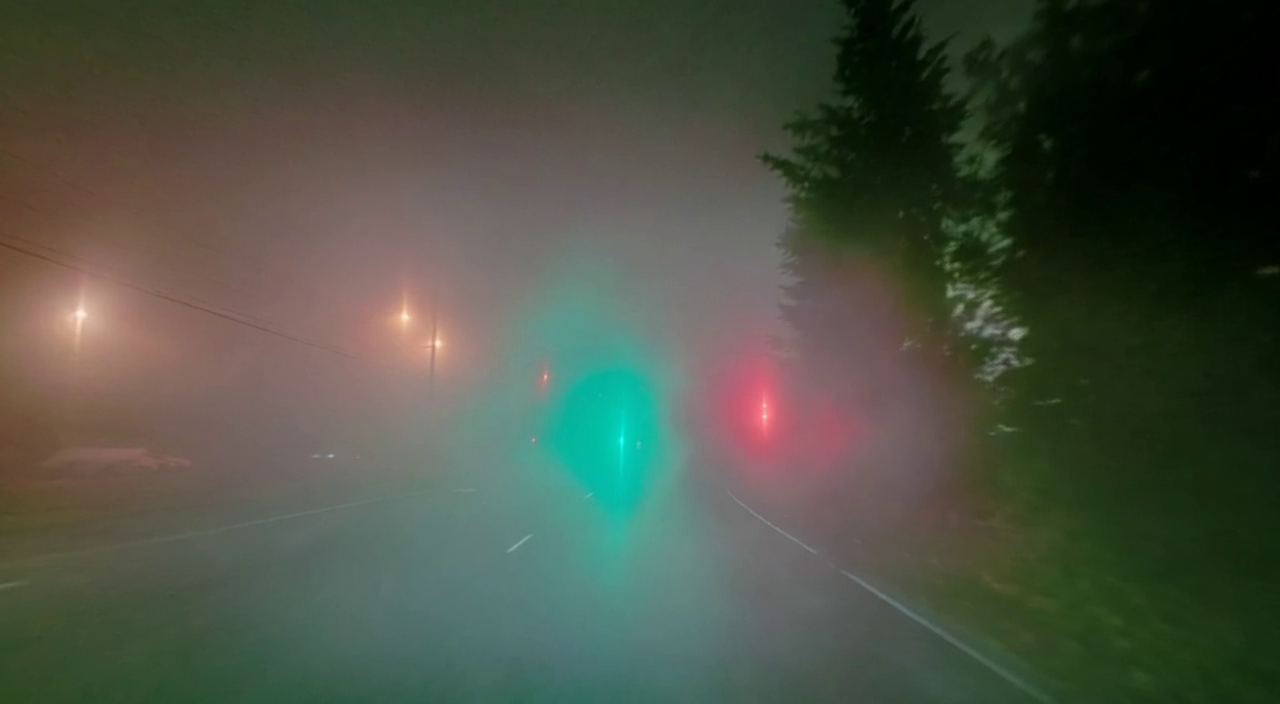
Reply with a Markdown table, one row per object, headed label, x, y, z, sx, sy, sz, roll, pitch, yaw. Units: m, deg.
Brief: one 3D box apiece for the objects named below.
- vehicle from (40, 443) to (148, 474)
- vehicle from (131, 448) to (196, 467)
| label | x | y | z | sx | sy | sz | roll | pitch | yaw |
| --- | --- | --- | --- | --- | --- | --- | --- | --- | --- |
| vehicle | -33.413 | 6.517 | 38.781 | 1.913 | 1.779 | 4.959 | -1 | -9 | 5 |
| vehicle | -36.650 | 8.109 | 48.483 | 3.737 | 1.444 | 1.680 | -1 | -9 | 6 |
